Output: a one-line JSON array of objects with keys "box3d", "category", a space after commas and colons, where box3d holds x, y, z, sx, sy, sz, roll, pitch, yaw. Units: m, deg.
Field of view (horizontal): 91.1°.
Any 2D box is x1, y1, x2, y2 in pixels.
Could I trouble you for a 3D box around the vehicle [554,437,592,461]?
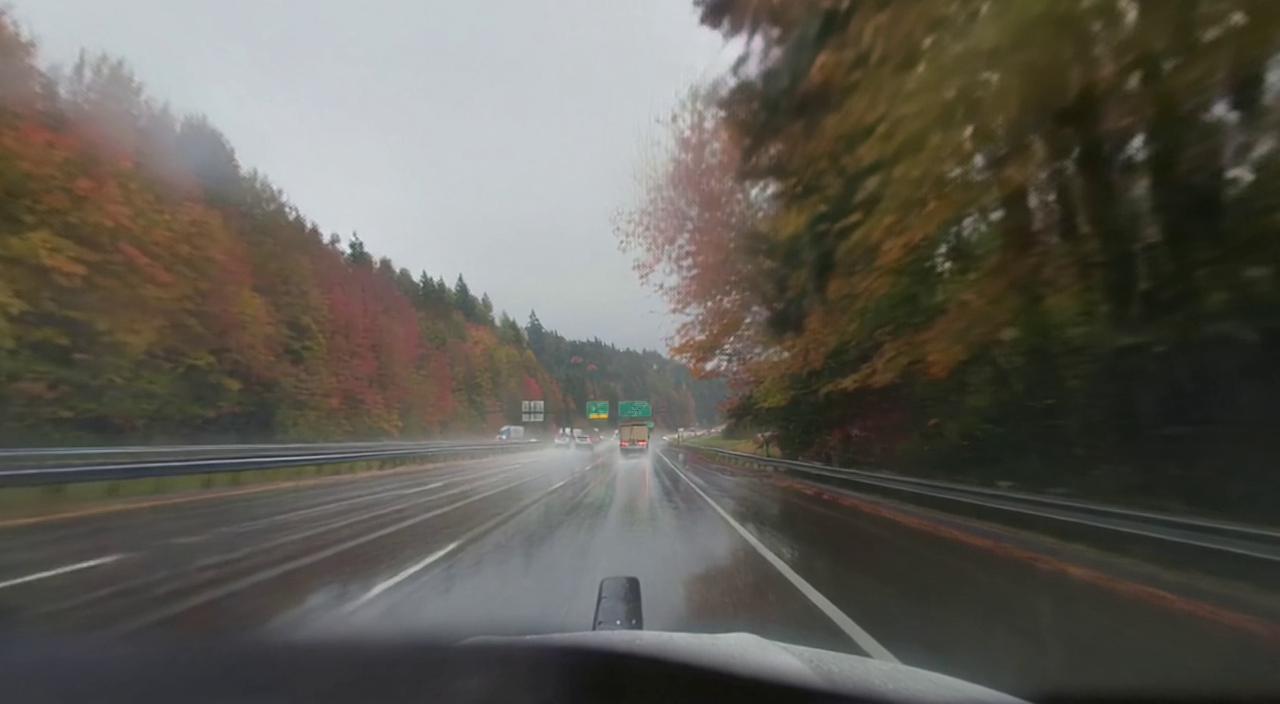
[{"box3d": [-4.415, 6.428, 42.039, 2.004, 1.497, 4.260, 0, -8, 1], "category": "vehicle"}]
